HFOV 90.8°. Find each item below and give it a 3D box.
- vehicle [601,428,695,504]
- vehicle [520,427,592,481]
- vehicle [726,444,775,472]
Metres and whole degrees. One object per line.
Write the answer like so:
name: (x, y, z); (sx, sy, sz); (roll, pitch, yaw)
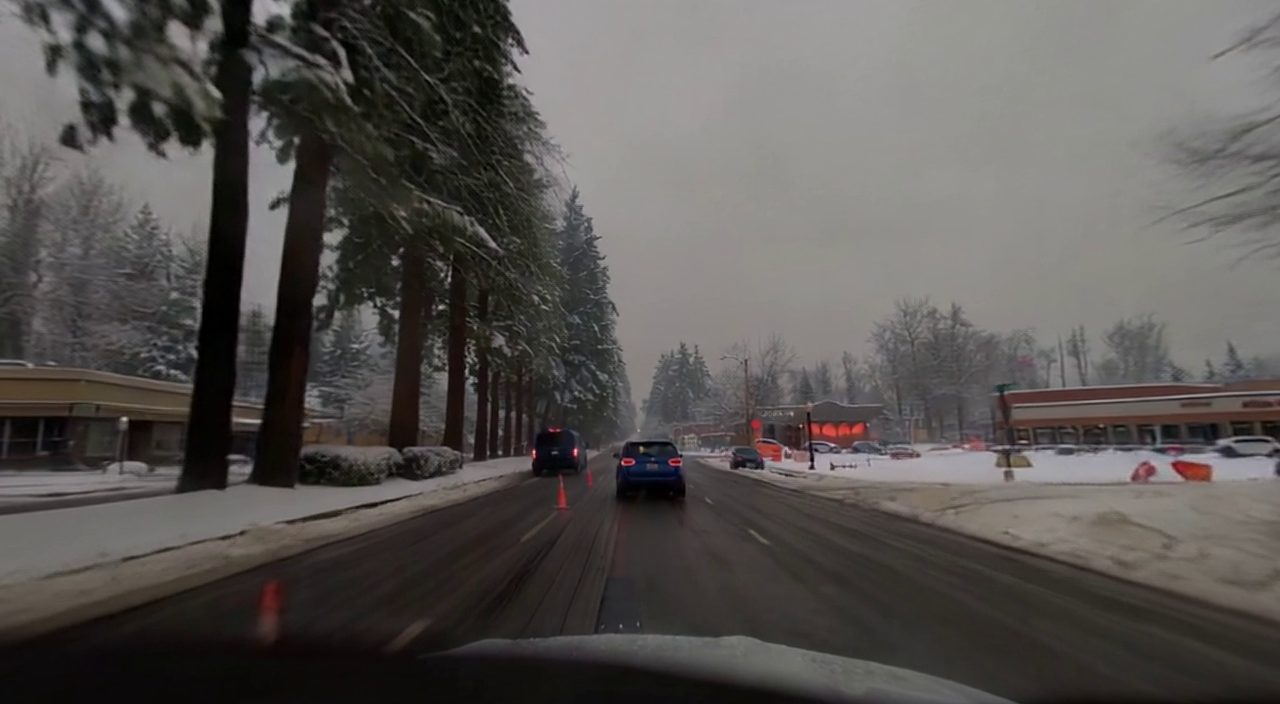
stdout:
vehicle: (0.122, 2.951, 16.762); (2.168, 1.725, 4.192); (0, -8, -2)
vehicle: (-3.485, 4.390, 27.465); (2.357, 2.063, 5.488); (0, -8, 0)
vehicle: (6.557, 6.333, 37.866); (2.076, 1.535, 4.460); (1, -9, -1)
